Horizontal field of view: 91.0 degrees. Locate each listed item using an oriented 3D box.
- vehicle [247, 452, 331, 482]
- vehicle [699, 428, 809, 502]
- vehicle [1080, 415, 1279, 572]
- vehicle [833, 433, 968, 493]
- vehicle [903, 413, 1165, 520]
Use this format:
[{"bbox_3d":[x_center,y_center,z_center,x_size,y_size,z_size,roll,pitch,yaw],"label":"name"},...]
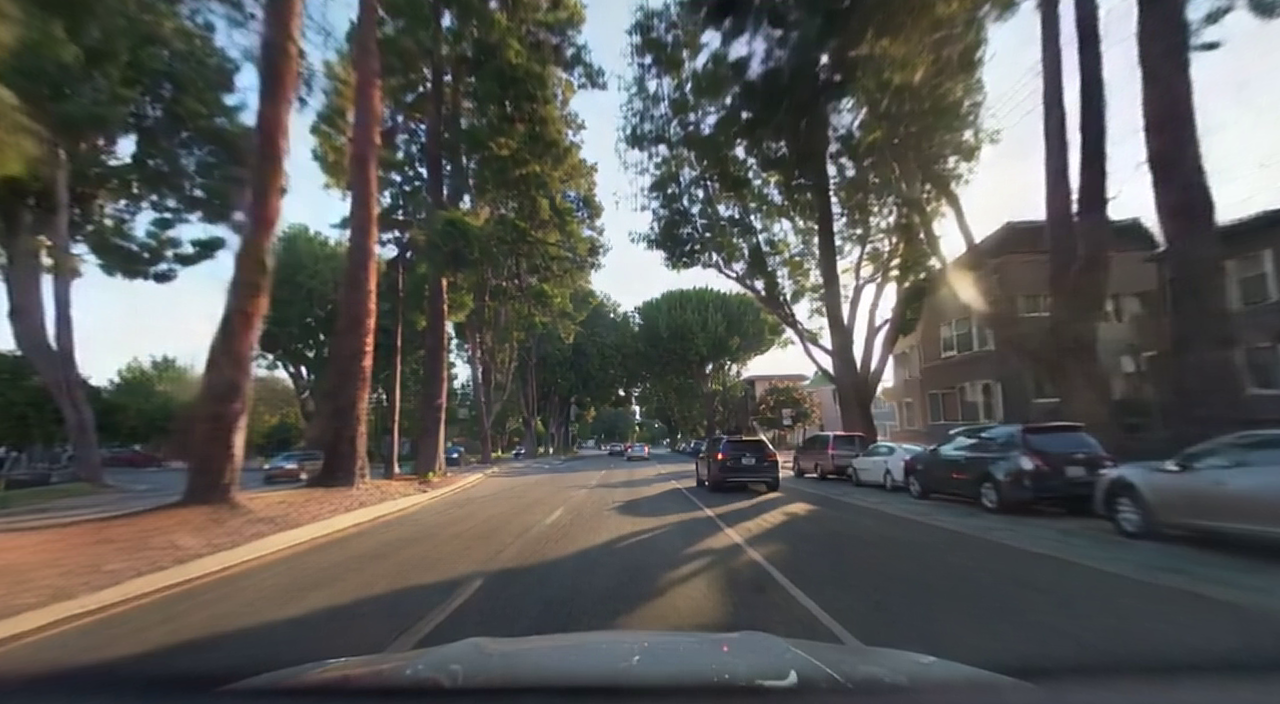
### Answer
[{"bbox_3d":[-18.274,5.971,33.017,1.836,1.454,4.507,0,-9,0],"label":"vehicle"},{"bbox_3d":[2.805,2.897,16.432,2.022,1.656,4.025,0,-9,-1],"label":"vehicle"},{"bbox_3d":[7.472,1.458,6.539,2.068,1.558,5.058,0,-9,-1],"label":"vehicle"},{"bbox_3d":[7.523,3.254,18.727,1.886,1.534,4.464,0,-9,-3],"label":"vehicle"},{"bbox_3d":[7.680,2.304,13.108,2.174,1.788,4.954,0,-9,-1],"label":"vehicle"}]
